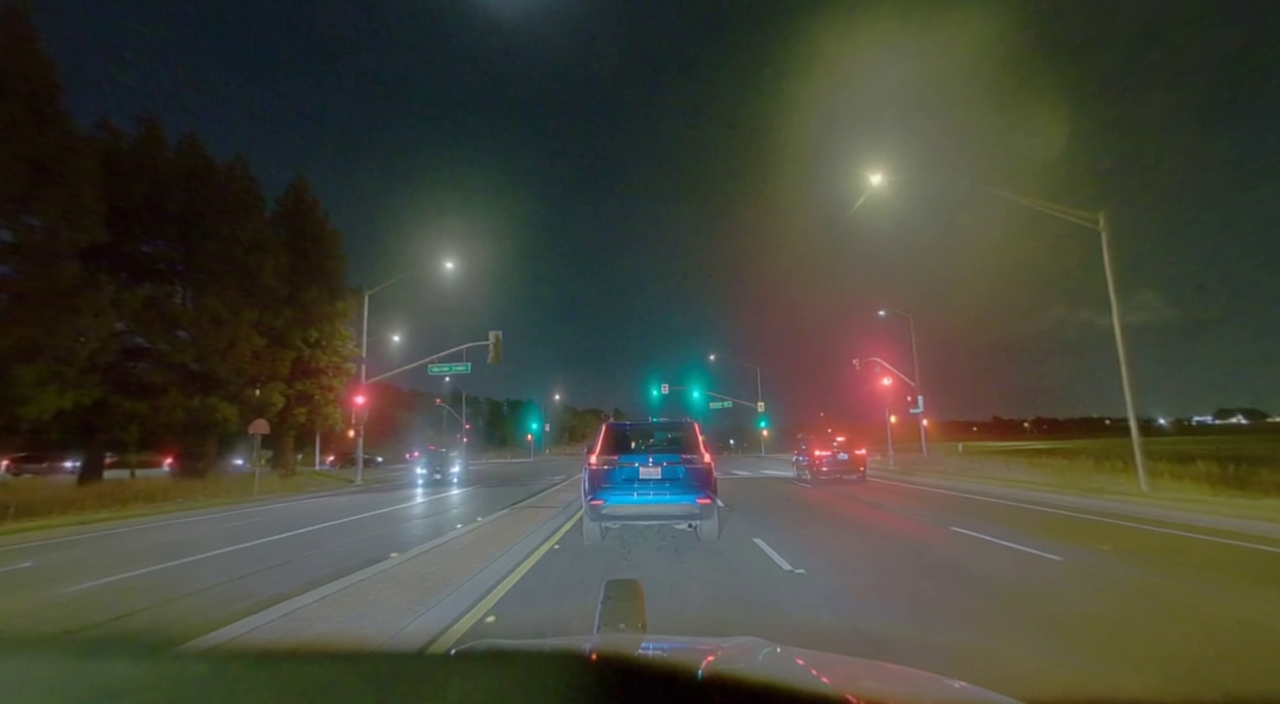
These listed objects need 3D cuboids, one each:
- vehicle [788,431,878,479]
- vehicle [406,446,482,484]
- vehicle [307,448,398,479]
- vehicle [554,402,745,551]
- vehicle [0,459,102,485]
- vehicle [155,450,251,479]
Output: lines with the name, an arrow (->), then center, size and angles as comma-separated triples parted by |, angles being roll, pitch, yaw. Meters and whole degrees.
vehicle -> 7.198, 3.892, 24.067 | 2.012, 1.636, 4.352 | 0, -8, 0
vehicle -> -8.708, 4.899, 27.769 | 2.425, 1.480, 4.707 | 4, -9, -26
vehicle -> -16.498, 6.371, 36.233 | 4.510, 1.606, 2.192 | -4, -9, 22
vehicle -> 0.109, 1.807, 9.756 | 2.298, 1.770, 4.138 | 0, -8, 0
vehicle -> -36.456, 7.354, 38.885 | 4.559, 1.458, 2.265 | -1, -8, 2
vehicle -> -27.386, 7.048, 39.586 | 4.608, 1.680, 2.026 | -1, -8, 4
